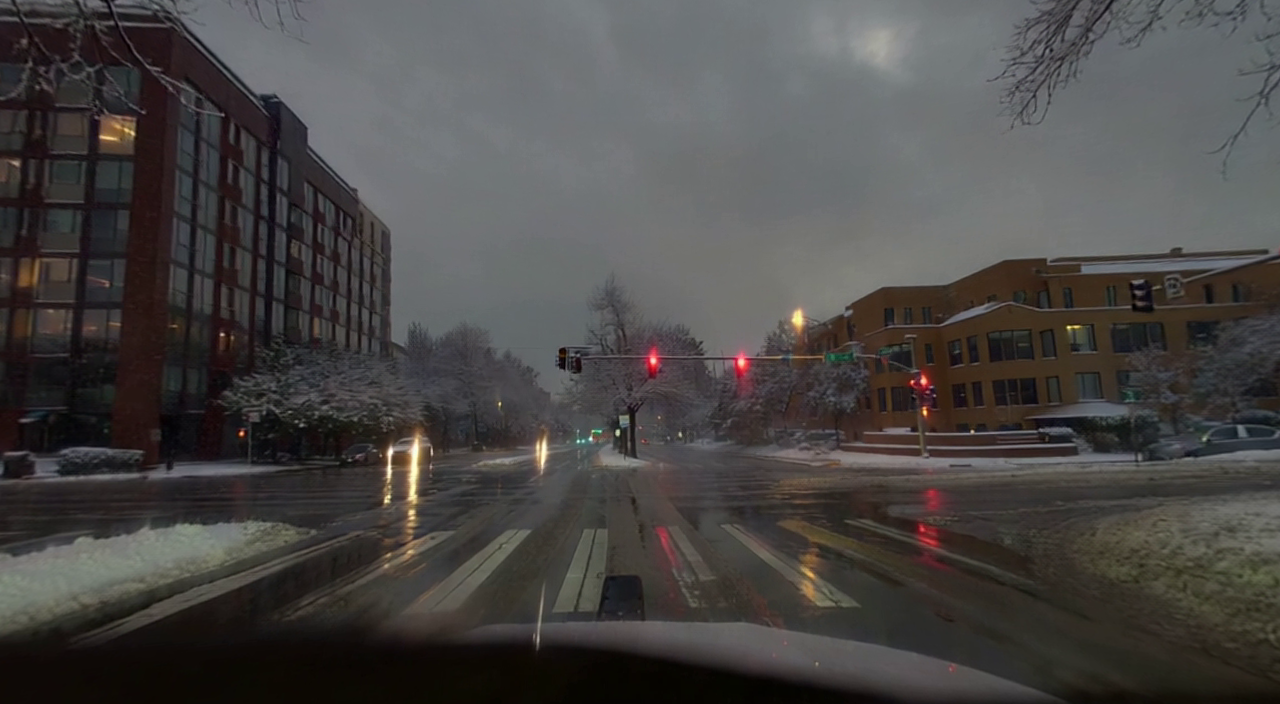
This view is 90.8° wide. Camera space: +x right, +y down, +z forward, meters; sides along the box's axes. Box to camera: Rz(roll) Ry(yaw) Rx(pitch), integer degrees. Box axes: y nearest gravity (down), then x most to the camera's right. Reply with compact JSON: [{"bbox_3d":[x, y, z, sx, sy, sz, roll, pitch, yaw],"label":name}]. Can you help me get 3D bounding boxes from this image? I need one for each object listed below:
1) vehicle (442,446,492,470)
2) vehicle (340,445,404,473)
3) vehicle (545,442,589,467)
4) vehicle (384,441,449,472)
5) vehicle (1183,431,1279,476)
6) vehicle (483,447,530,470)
[{"bbox_3d":[-11.647,7.149,42.811,2.003,1.476,4.297,-1,-9,2],"label":"vehicle"},{"bbox_3d":[-18.556,7.412,44.085,2.237,1.842,5.116,0,-9,0],"label":"vehicle"},{"bbox_3d":[-4.567,6.510,40.236,2.109,1.461,4.637,-1,-9,2],"label":"vehicle"},{"bbox_3d":[-15.140,7.124,43.247,2.340,1.946,5.450,-1,-9,2],"label":"vehicle"},{"bbox_3d":[22.324,3.566,22.357,4.474,1.477,1.908,0,-9,-2],"label":"vehicle"},{"bbox_3d":[-8.059,6.451,38.391,1.910,1.288,4.093,-1,-9,1],"label":"vehicle"}]
